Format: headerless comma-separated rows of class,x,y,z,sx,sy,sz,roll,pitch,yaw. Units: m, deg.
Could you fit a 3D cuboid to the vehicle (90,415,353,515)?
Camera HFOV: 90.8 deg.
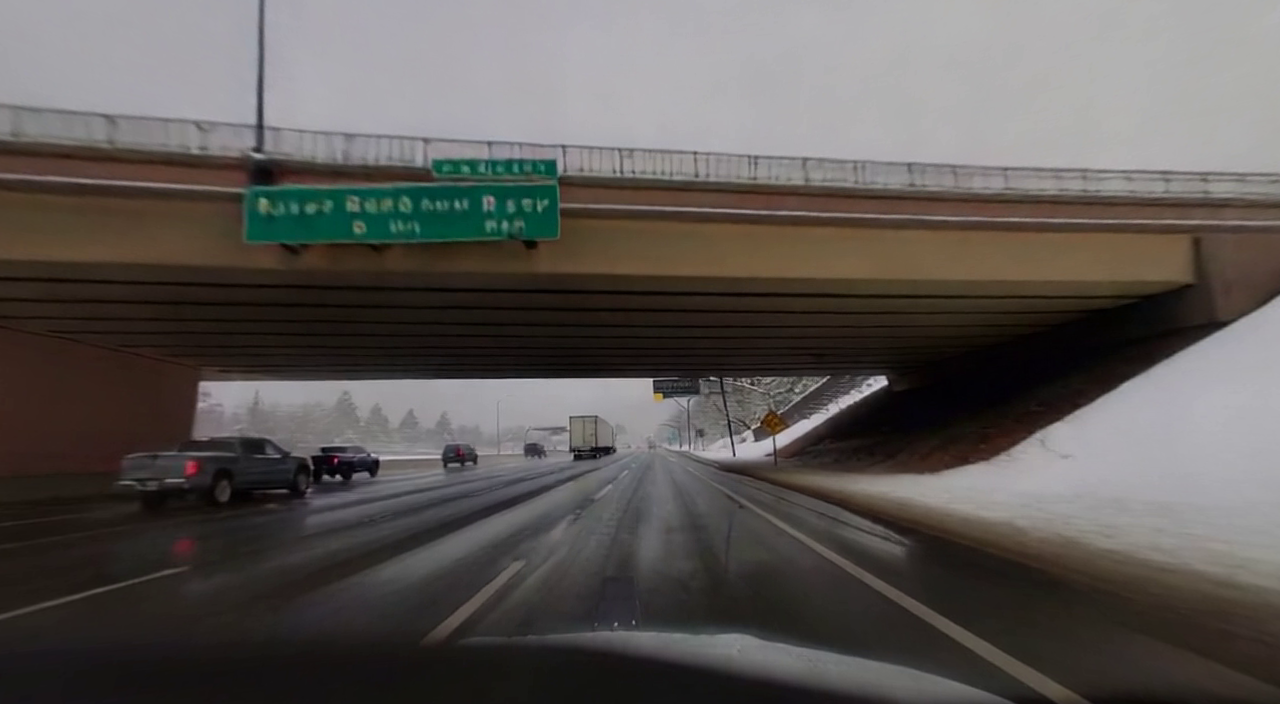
vehicle,-10.158,2.835,16.336,2.394,2.056,6.251,0,-9,1
